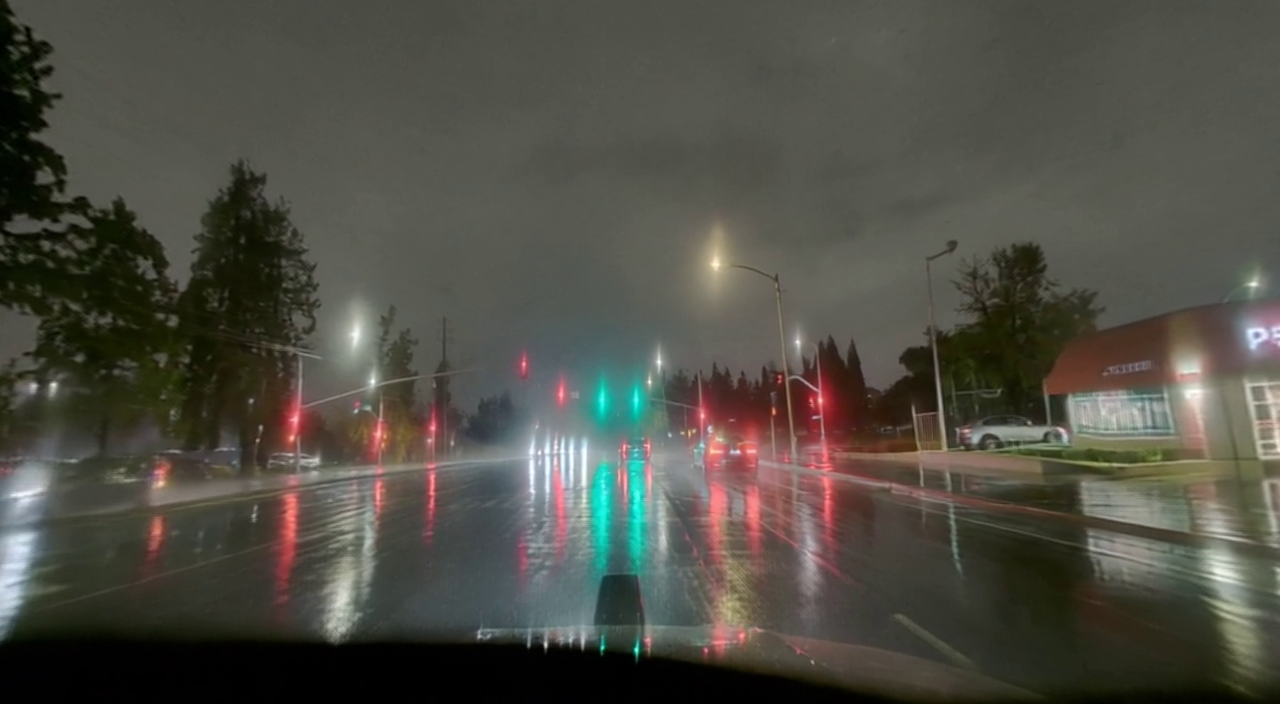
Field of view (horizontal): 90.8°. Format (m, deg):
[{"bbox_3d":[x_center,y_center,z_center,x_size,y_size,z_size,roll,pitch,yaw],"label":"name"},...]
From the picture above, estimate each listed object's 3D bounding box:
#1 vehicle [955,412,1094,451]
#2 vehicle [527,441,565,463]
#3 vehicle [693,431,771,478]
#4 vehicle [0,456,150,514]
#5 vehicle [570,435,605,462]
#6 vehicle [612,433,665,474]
[{"bbox_3d":[15.639,3.294,25.913,4.344,1.512,1.936,-1,-9,5],"label":"vehicle"},{"bbox_3d":[-6.660,7.109,45.048,1.954,1.473,4.350,0,-9,1],"label":"vehicle"},{"bbox_3d":[3.540,4.078,25.299,2.198,1.660,4.512,0,-9,-3],"label":"vehicle"},{"bbox_3d":[-17.900,4.039,19.636,1.832,1.515,4.369,0,-9,-1],"label":"vehicle"},{"bbox_3d":[-3.603,6.795,44.369,2.106,1.778,4.444,0,-9,0],"label":"vehicle"},{"bbox_3d":[-0.142,4.469,27.959,2.146,1.685,4.003,0,-9,-2],"label":"vehicle"}]
